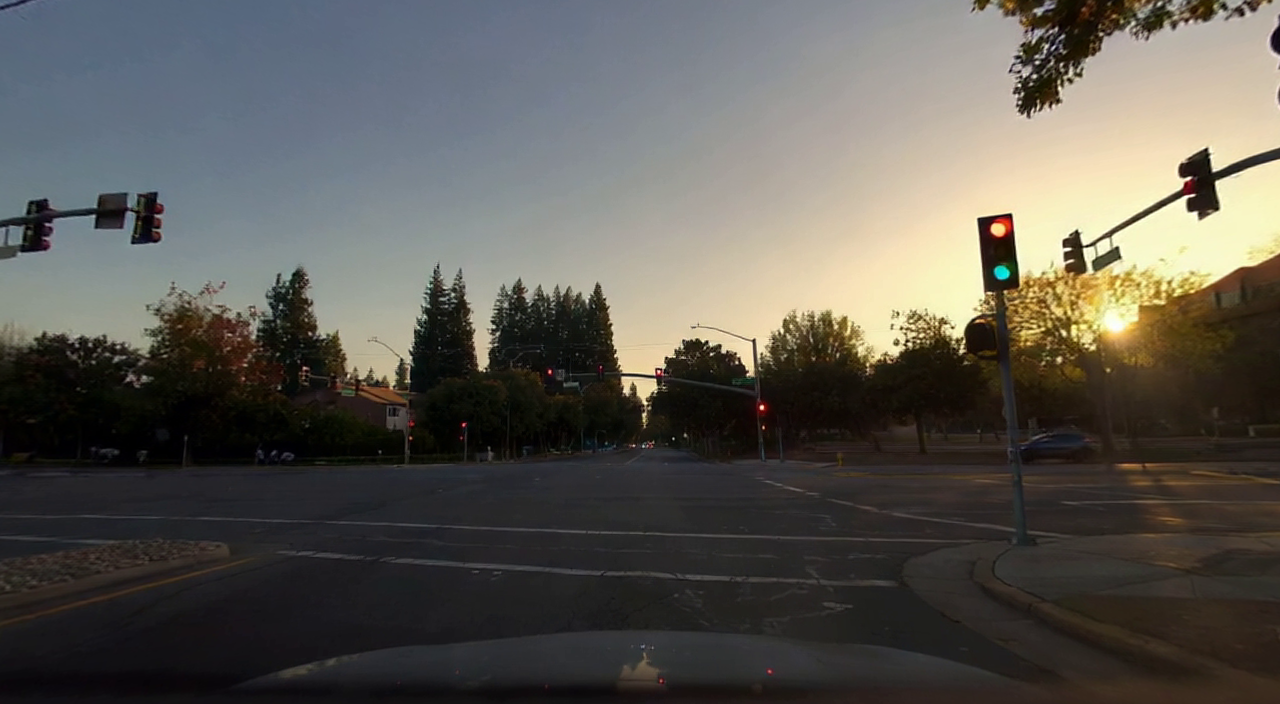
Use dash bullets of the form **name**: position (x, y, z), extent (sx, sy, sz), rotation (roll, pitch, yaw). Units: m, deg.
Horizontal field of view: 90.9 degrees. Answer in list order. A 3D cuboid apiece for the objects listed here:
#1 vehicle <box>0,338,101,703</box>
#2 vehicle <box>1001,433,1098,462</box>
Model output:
- **vehicle**: position (-3.265, 0.528, 0.407), extent (1.954, 1.689, 4.347), rotation (0, -8, 0)
- **vehicle**: position (21.587, 5.060, 33.394), extent (3.952, 1.468, 1.768), rotation (-4, -9, 22)
